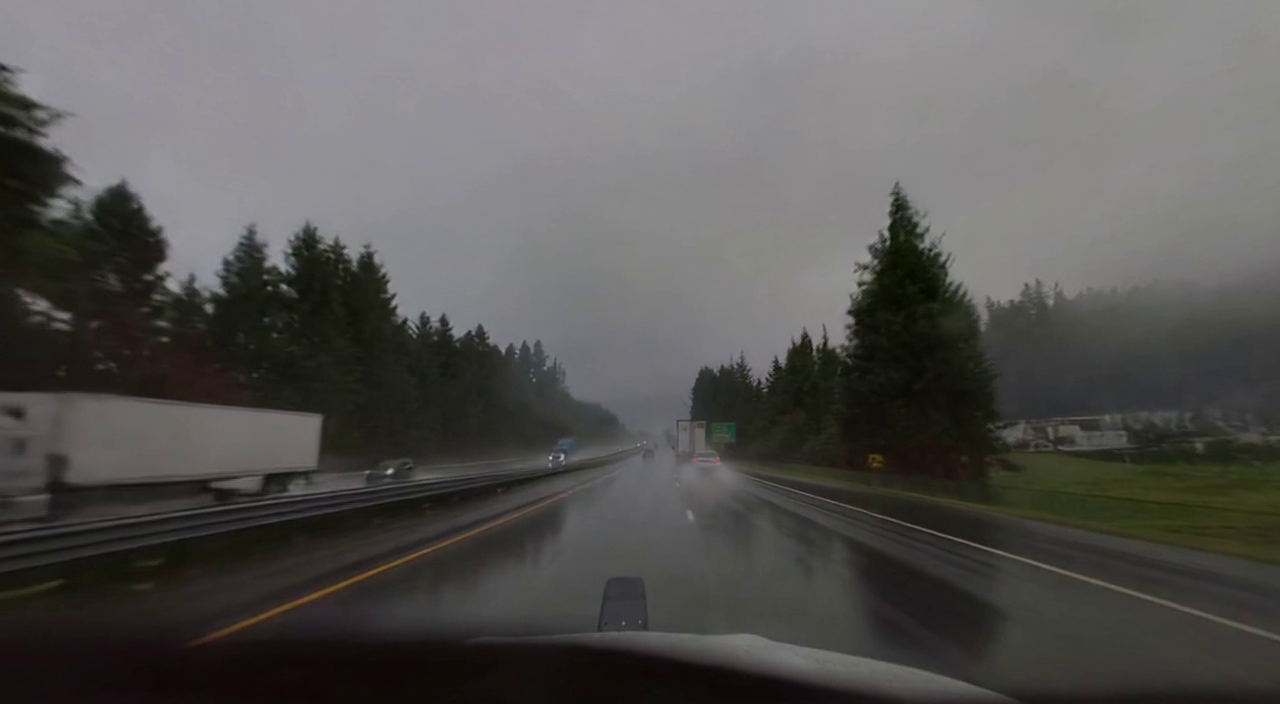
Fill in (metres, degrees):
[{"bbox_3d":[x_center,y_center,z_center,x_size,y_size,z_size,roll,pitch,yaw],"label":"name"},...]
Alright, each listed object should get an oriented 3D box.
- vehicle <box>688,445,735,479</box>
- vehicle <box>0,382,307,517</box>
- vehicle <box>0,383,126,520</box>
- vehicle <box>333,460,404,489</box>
[{"bbox_3d":[3.713,5.775,33.405,2.096,1.653,4.185,0,-9,1],"label":"vehicle"},{"bbox_3d":[-19.659,4.000,26.001,3.532,3.991,14.550,0,-9,2],"label":"vehicle"},{"bbox_3d":[-19.844,3.021,19.148,3.014,3.887,5.930,0,-9,2],"label":"vehicle"},{"bbox_3d":[-15.268,6.895,35.696,1.858,1.474,4.390,0,-9,2],"label":"vehicle"}]
